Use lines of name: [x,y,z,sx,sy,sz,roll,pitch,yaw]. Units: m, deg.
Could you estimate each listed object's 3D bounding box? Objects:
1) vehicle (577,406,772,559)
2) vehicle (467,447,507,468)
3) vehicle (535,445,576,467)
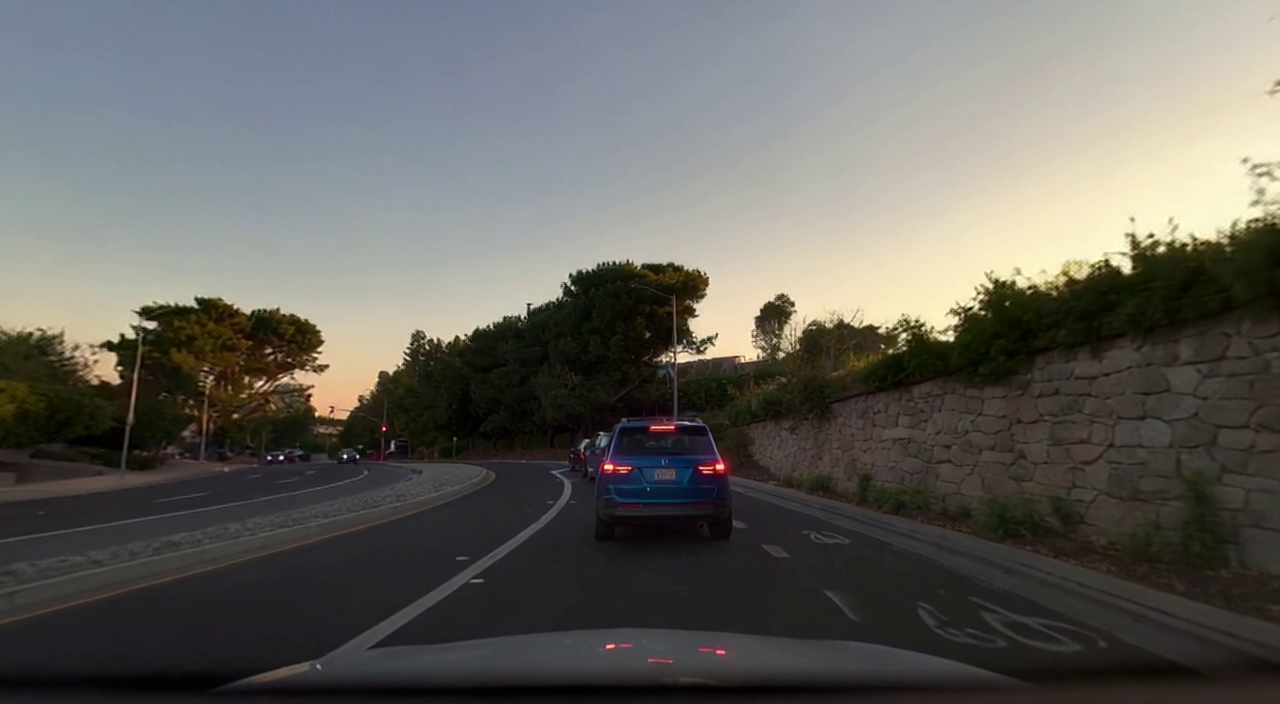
vehicle: [0.267,1.842,9.626,2.287,1.762,4.269,1,-8,-4]
vehicle: [-11.284,7.705,46.325,2.023,1.474,4.286,4,-9,-24]
vehicle: [-6.295,7.618,46.489,1.932,1.488,4.578,3,-9,-21]
